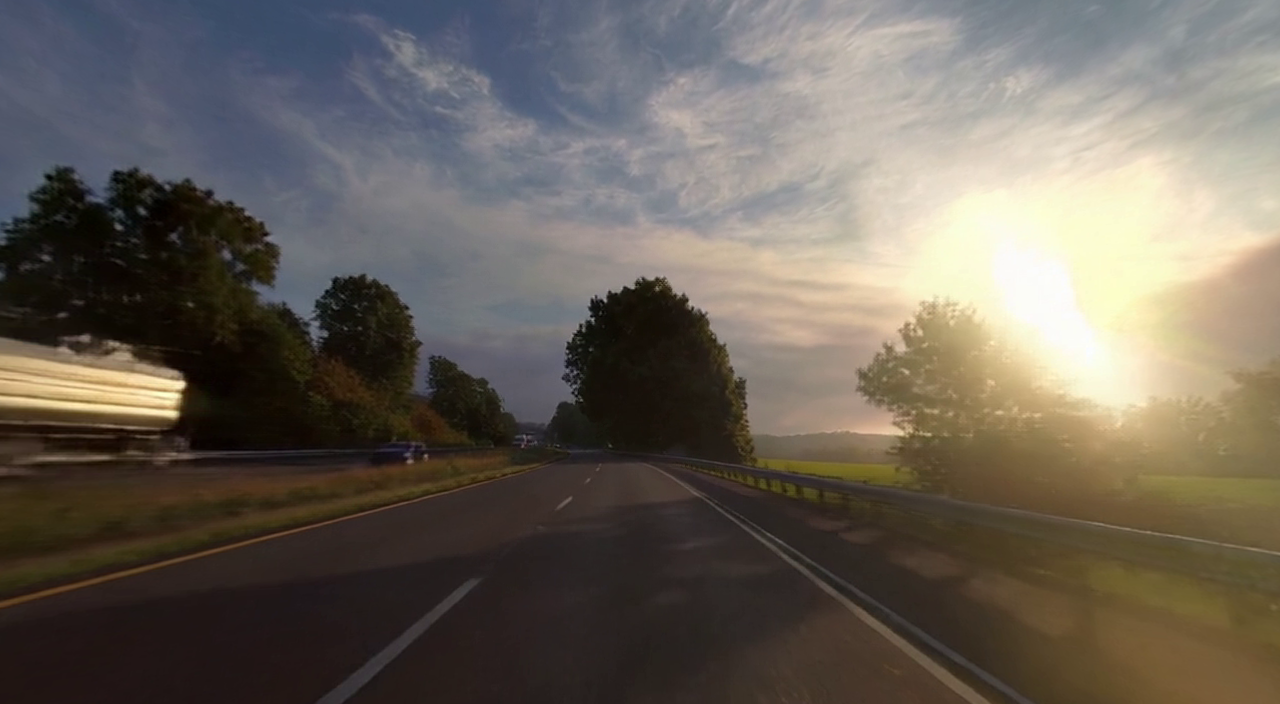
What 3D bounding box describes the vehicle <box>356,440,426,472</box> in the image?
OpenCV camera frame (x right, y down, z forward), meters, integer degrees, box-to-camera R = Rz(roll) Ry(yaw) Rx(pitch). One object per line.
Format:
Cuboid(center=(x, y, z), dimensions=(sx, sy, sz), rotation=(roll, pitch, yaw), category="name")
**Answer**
Cuboid(center=(-12.818, 5.366, 32.701), dimensions=(2.167, 1.558, 3.727), rotation=(0, -9, -2), category="vehicle")
